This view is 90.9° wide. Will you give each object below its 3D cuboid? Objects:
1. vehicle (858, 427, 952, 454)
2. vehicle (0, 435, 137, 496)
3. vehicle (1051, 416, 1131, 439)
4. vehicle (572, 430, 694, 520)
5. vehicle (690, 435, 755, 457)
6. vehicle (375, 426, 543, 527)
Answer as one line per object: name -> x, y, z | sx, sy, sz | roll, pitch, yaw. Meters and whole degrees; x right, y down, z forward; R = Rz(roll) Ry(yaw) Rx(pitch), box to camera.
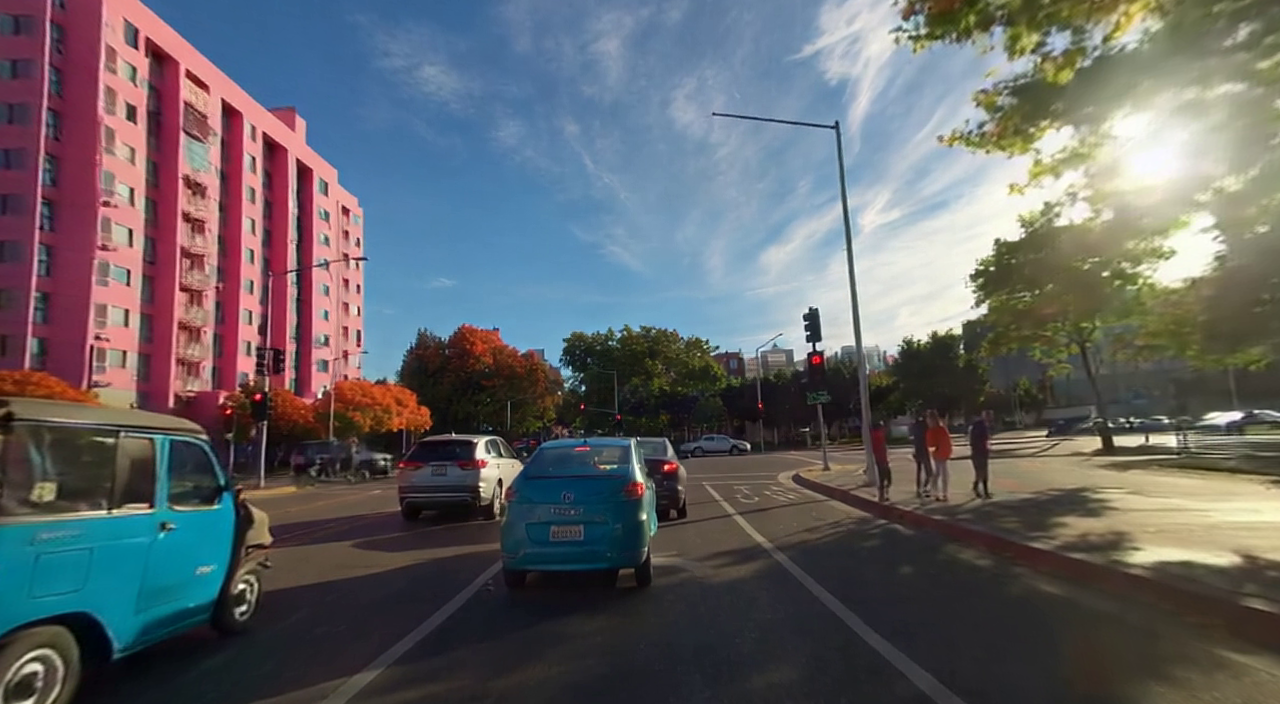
vehicle -> 15.323, 5.177, 36.580 | 4.661, 1.456, 1.862 | -6, -10, 34
vehicle -> -28.890, 5.642, 31.353 | 5.890, 2.393, 2.346 | -5, -7, 1
vehicle -> 30.820, 5.193, 43.142 | 1.751, 1.420, 4.027 | 8, -12, -42
vehicle -> -0.077, 2.359, 12.578 | 2.025, 1.458, 4.085 | -1, -9, 1
vehicle -> 5.821, 6.630, 44.325 | 4.511, 1.464, 1.816 | 6, -11, -37
vehicle -> -3.261, 2.330, 12.331 | 1.935, 1.615, 4.073 | -1, -9, 2
